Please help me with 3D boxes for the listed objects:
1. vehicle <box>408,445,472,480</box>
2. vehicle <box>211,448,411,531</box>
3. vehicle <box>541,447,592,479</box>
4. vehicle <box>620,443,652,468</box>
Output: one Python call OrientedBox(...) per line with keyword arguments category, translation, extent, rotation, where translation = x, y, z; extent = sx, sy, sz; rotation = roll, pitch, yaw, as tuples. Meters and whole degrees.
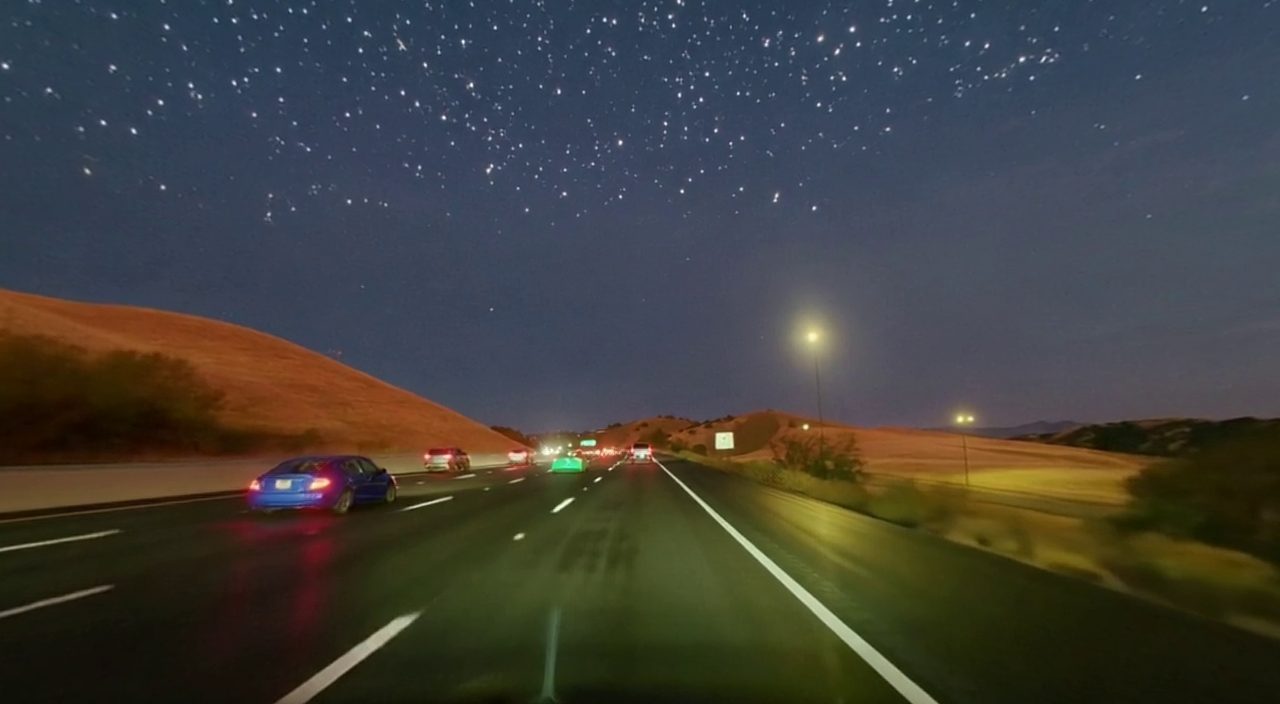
OrientedBox(category="vehicle", translation=(-10.997, 6.073, 35.050), extent=(2.025, 1.750, 4.505), rotation=(0, -8, 1))
OrientedBox(category="vehicle", translation=(-6.769, 2.830, 13.639), extent=(1.991, 1.441, 4.265), rotation=(0, -8, 1))
OrientedBox(category="vehicle", translation=(-3.820, 5.835, 33.513), extent=(2.144, 1.505, 4.649), rotation=(0, -8, 0))
OrientedBox(category="vehicle", translation=(-0.300, 7.344, 44.784), extent=(2.225, 1.674, 4.044), rotation=(0, -8, -1))
